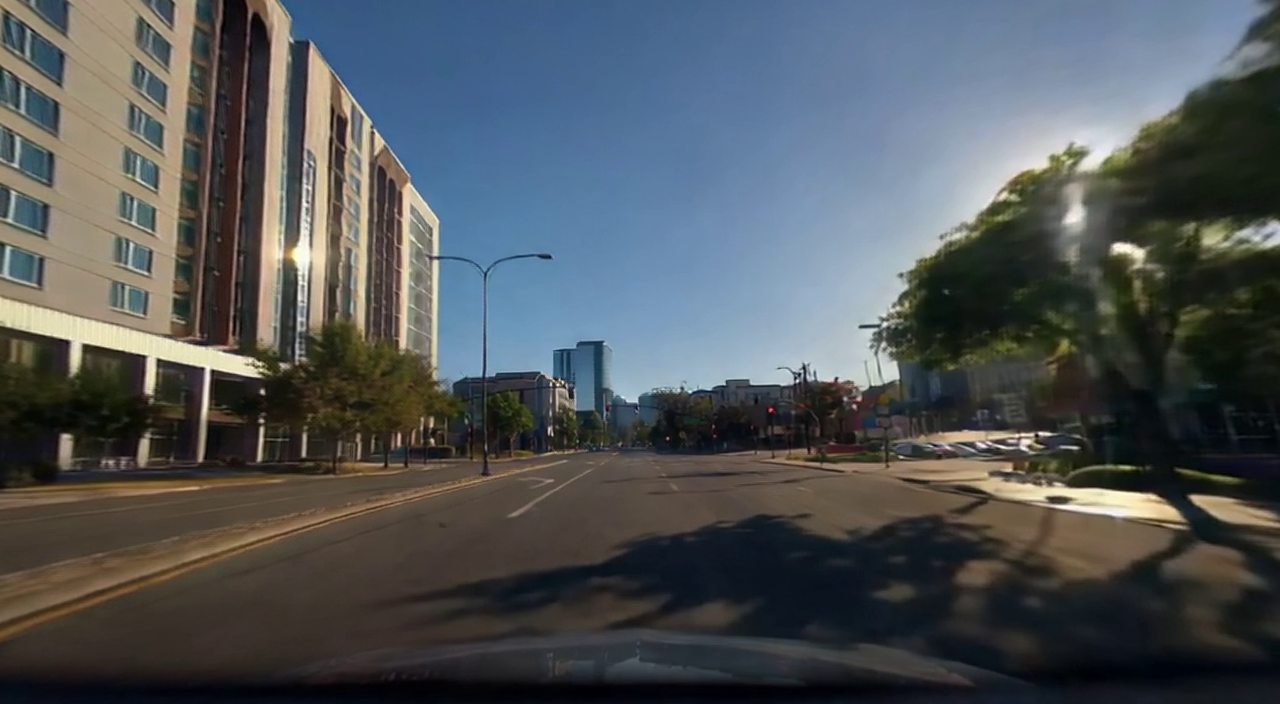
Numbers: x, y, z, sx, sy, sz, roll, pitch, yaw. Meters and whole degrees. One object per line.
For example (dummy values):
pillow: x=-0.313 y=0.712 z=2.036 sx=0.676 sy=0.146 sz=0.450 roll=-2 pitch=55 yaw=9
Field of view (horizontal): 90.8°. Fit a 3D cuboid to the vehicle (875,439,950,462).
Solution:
vehicle: x=19.131 y=6.912 z=44.418 sx=4.376 sy=1.483 sz=1.828 roll=-8 pitch=-12 yaw=44
